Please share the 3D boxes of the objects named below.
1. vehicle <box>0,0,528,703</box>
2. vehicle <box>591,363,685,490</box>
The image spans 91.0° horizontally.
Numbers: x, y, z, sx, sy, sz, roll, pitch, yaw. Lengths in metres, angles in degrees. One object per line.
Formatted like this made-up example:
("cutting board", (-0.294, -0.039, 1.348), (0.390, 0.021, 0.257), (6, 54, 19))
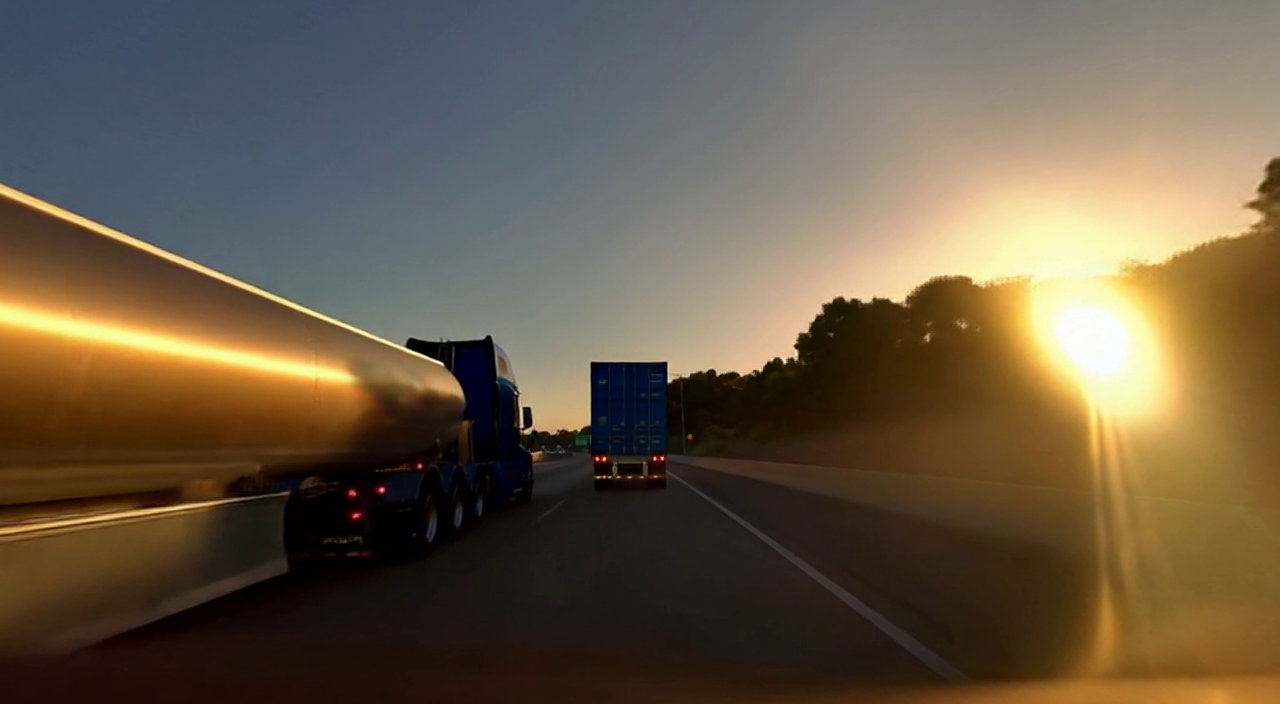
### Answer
("vehicle", (-4.216, 0.284, 5.175), (3.267, 3.655, 17.154), (0, -9, 1))
("vehicle", (-0.012, 3.227, 25.640), (2.942, 4.003, 11.297), (0, -9, 0))
